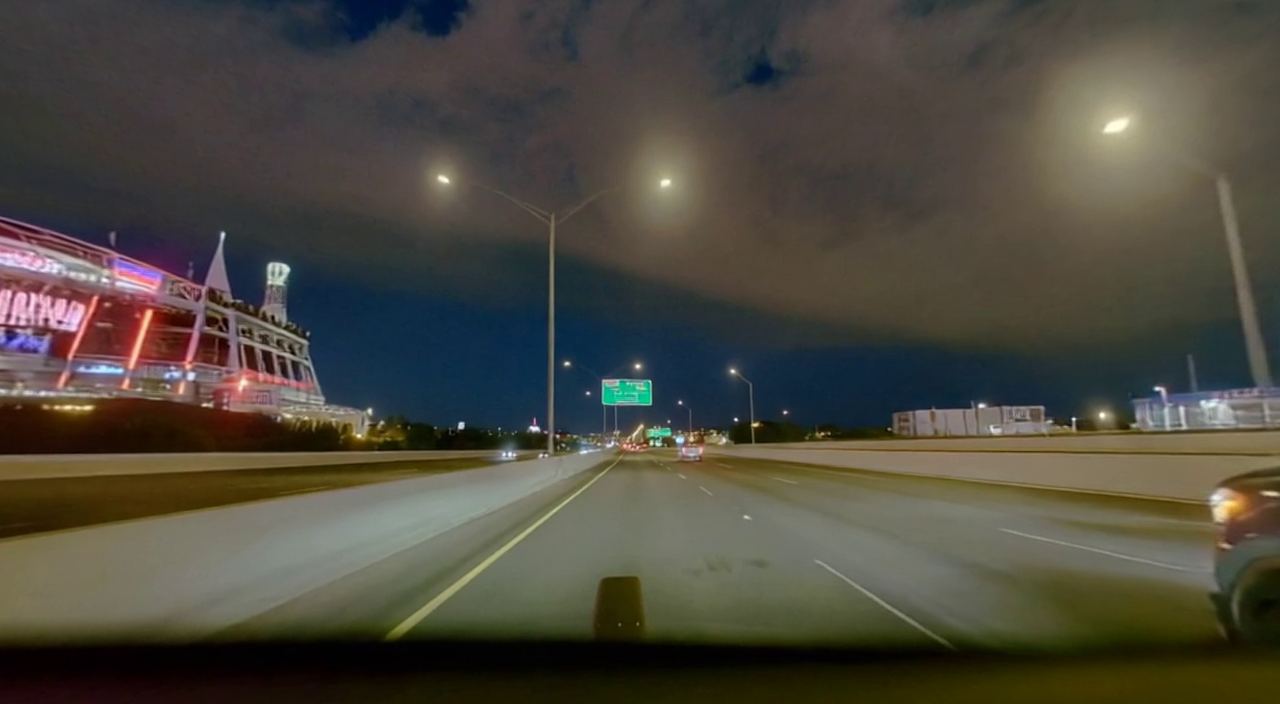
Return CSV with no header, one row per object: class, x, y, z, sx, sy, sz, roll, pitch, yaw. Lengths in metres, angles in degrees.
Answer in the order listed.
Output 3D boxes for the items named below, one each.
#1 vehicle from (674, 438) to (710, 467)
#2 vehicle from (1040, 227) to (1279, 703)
vehicle,3.274,6.432,40.523,1.973,1.774,4.092,0,-9,0
vehicle,3.085,0.406,0.516,2.199,2.002,4.970,0,-9,0
